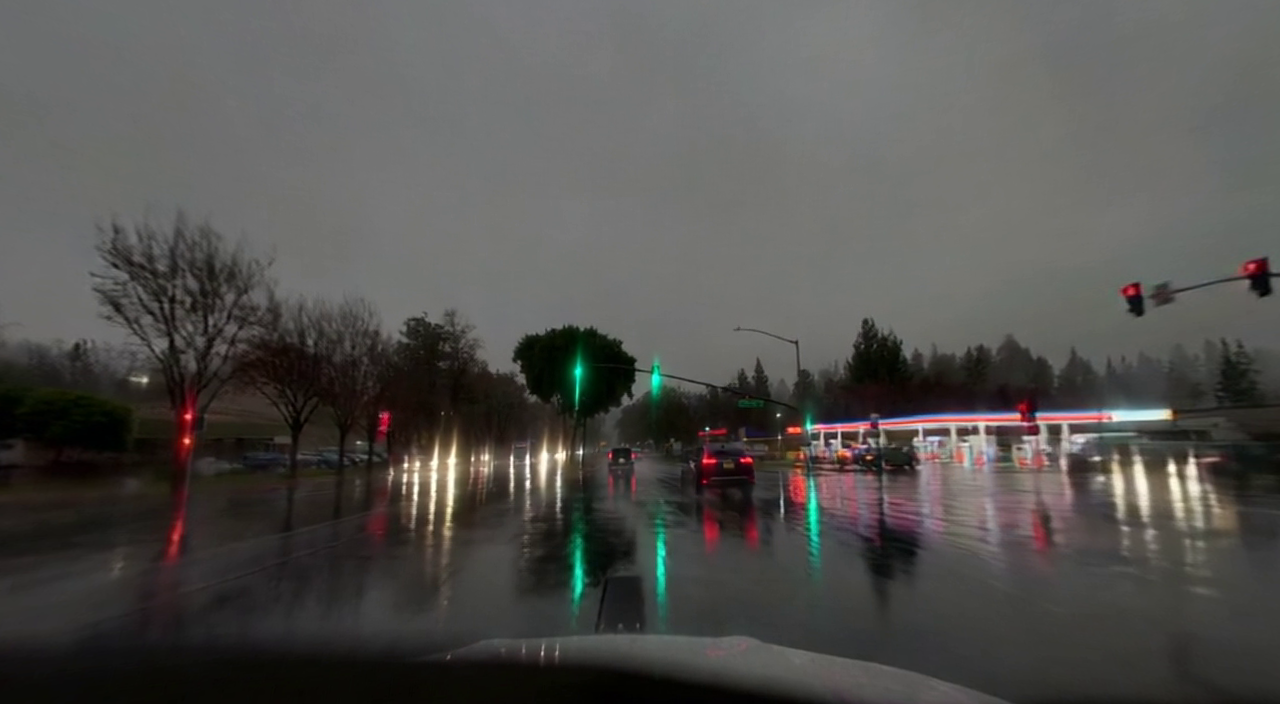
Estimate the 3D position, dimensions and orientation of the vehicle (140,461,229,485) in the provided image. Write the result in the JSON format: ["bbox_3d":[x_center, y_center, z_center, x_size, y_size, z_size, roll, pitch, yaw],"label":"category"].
[{"bbox_3d":[-30.136,8.024,41.901,4.323,1.445,2.002,1,-9,-2],"label":"vehicle"}]

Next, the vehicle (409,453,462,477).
[{"bbox_3d":[-14.091,7.797,43.859,2.186,1.532,5.087,0,-9,-2],"label":"vehicle"}]

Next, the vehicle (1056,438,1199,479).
[{"bbox_3d":[22.365,4.899,29.102,4.950,1.760,2.213,1,-9,-8],"label":"vehicle"}]

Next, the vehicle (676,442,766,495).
[{"bbox_3d":[2.447,3.696,20.378,2.061,1.487,4.462,1,-9,-3],"label":"vehicle"}]

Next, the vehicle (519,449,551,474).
[{"bbox_3d":[-7.048,7.269,42.124,1.972,1.466,4.493,2,-8,-11],"label":"vehicle"}]

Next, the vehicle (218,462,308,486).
[{"bbox_3d":[-23.621,7.628,39.679,4.428,1.416,1.759,0,-9,-1],"label":"vehicle"}]

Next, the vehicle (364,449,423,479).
[{"bbox_3d":[-17.347,7.876,44.778,2.191,1.926,5.787,1,-9,-4],"label":"vehicle"}]

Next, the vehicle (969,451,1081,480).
[{"bbox_3d":[20.610,6.083,33.983,4.637,1.443,2.050,0,-8,0],"label":"vehicle"}]

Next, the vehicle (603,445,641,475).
[{"bbox_3d":[-1.091,6.165,36.271,2.029,1.605,3.827,1,-9,-3],"label":"vehicle"}]

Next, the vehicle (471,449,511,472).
[{"bbox_3d":[-10.739,7.830,45.745,2.165,1.557,4.515,1,-9,-5],"label":"vehicle"}]
